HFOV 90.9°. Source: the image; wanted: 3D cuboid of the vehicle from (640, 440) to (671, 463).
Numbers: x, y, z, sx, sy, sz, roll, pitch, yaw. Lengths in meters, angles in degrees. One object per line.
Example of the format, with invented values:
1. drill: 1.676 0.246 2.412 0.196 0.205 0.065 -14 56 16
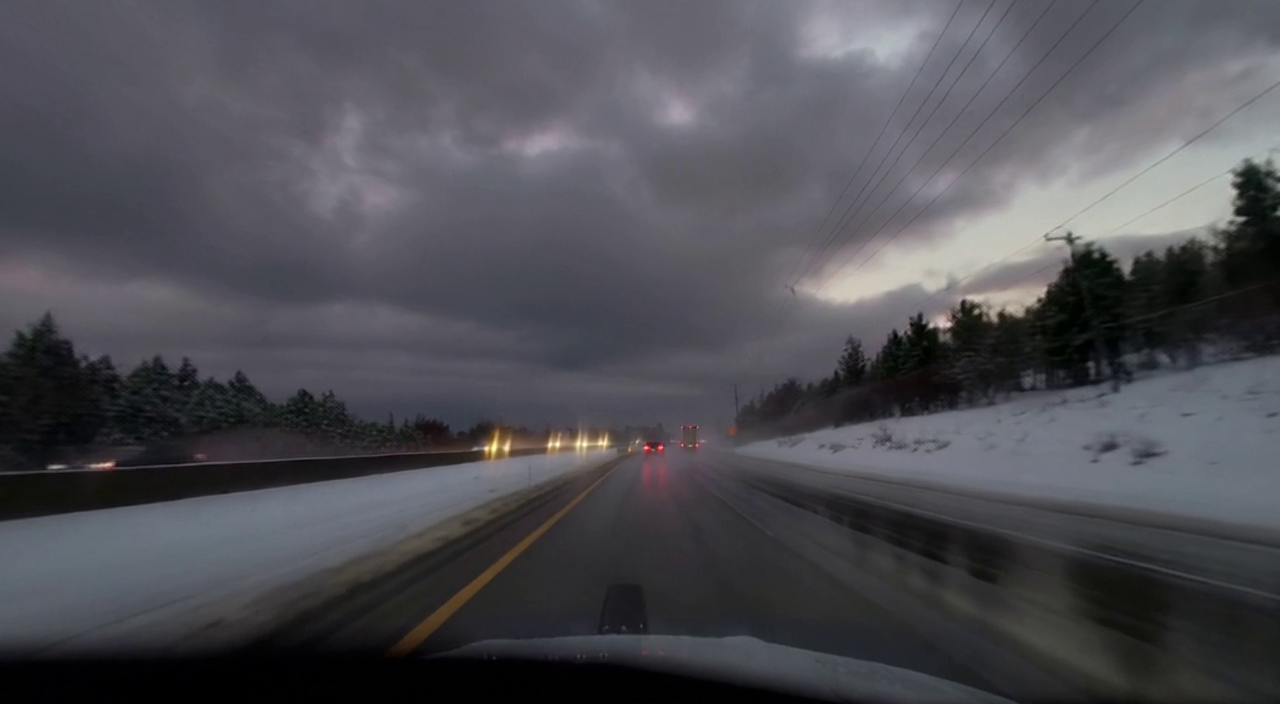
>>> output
1. vehicle: 1.168 7.337 46.500 2.192 1.556 4.132 -1 -8 2

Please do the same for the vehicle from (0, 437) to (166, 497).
1. vehicle: -16.535 3.327 18.642 1.846 1.545 3.972 -1 -8 1
